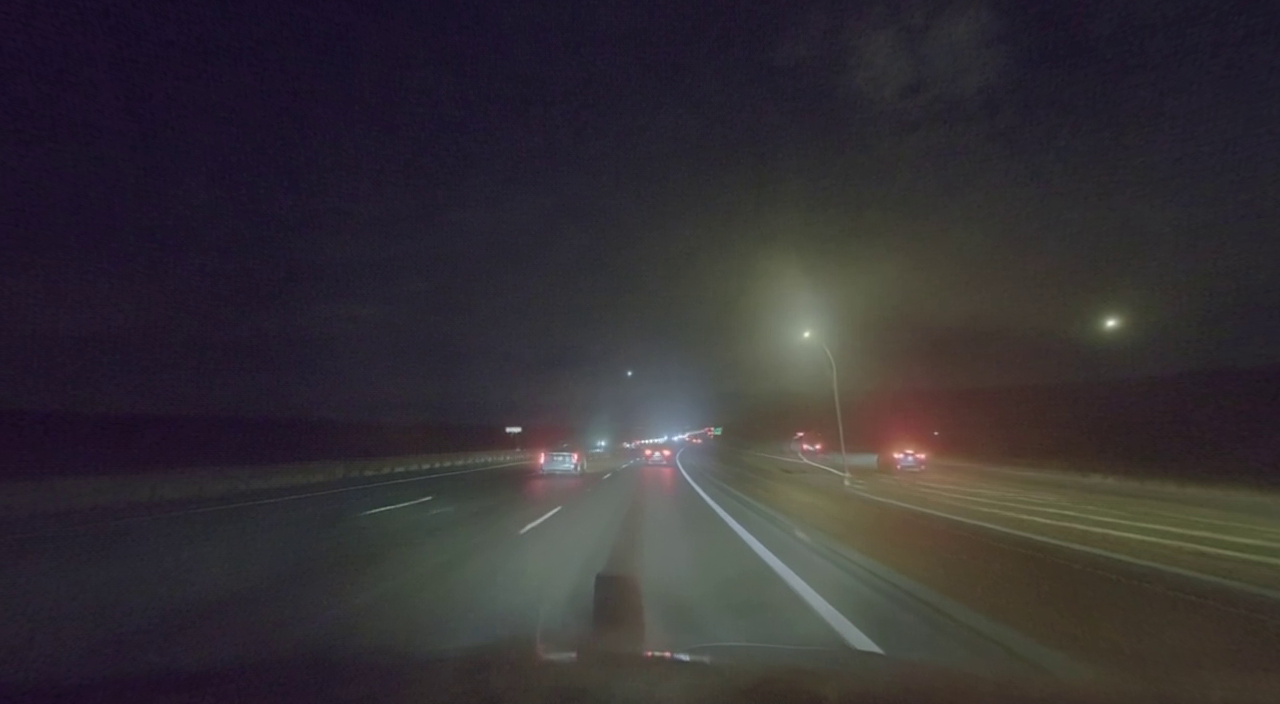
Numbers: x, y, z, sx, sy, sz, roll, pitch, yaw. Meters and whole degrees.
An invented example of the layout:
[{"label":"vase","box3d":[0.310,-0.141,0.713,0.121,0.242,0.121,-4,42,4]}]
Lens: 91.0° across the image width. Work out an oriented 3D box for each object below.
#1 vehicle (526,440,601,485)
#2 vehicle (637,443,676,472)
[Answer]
[{"label":"vehicle","box3d":[-2.857,4.262,24.565,2.129,1.563,4.387,-1,-9,3]},{"label":"vehicle","box3d":[0.971,6.036,36.182,2.129,1.502,4.321,0,-9,2]}]
